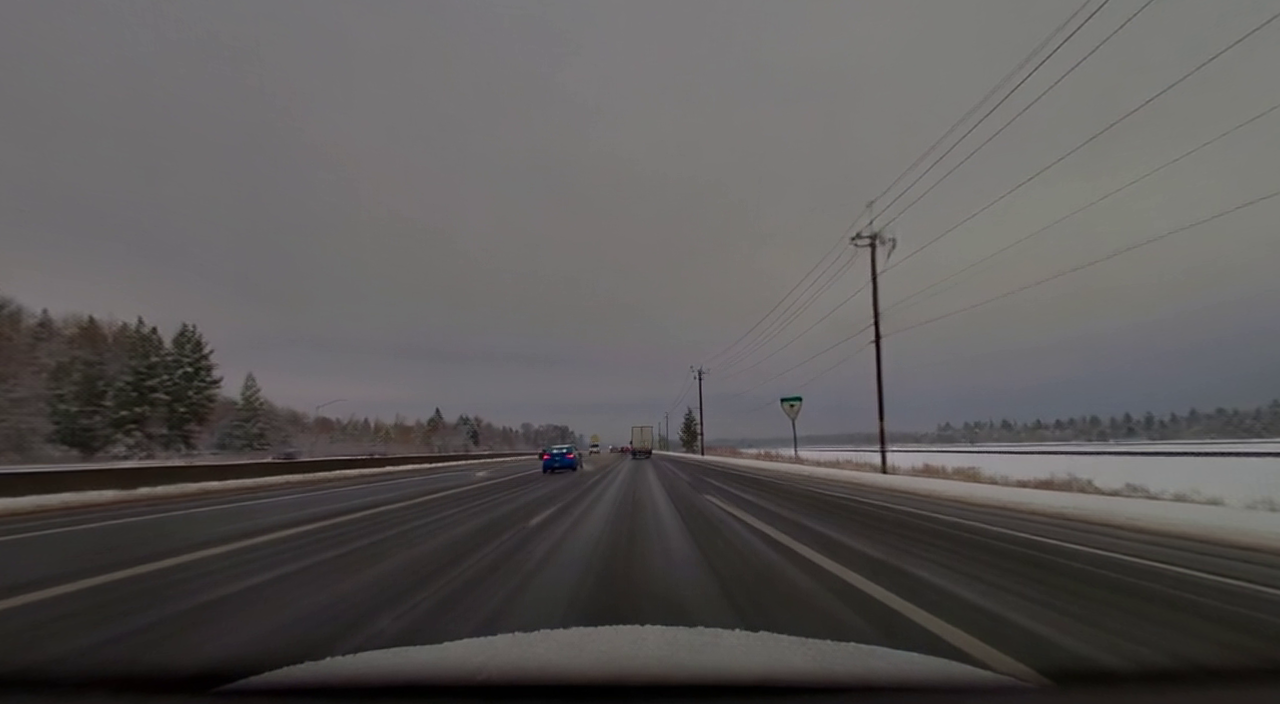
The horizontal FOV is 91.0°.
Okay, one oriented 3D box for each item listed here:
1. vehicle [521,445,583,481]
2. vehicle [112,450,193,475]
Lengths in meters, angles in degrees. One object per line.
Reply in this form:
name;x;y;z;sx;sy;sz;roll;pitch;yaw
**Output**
vehicle;-3.904;4.992;28.609;2.104;1.501;4.459;0;-9;1
vehicle;-36.071;8.158;46.800;1.982;1.779;4.941;0;-9;1
